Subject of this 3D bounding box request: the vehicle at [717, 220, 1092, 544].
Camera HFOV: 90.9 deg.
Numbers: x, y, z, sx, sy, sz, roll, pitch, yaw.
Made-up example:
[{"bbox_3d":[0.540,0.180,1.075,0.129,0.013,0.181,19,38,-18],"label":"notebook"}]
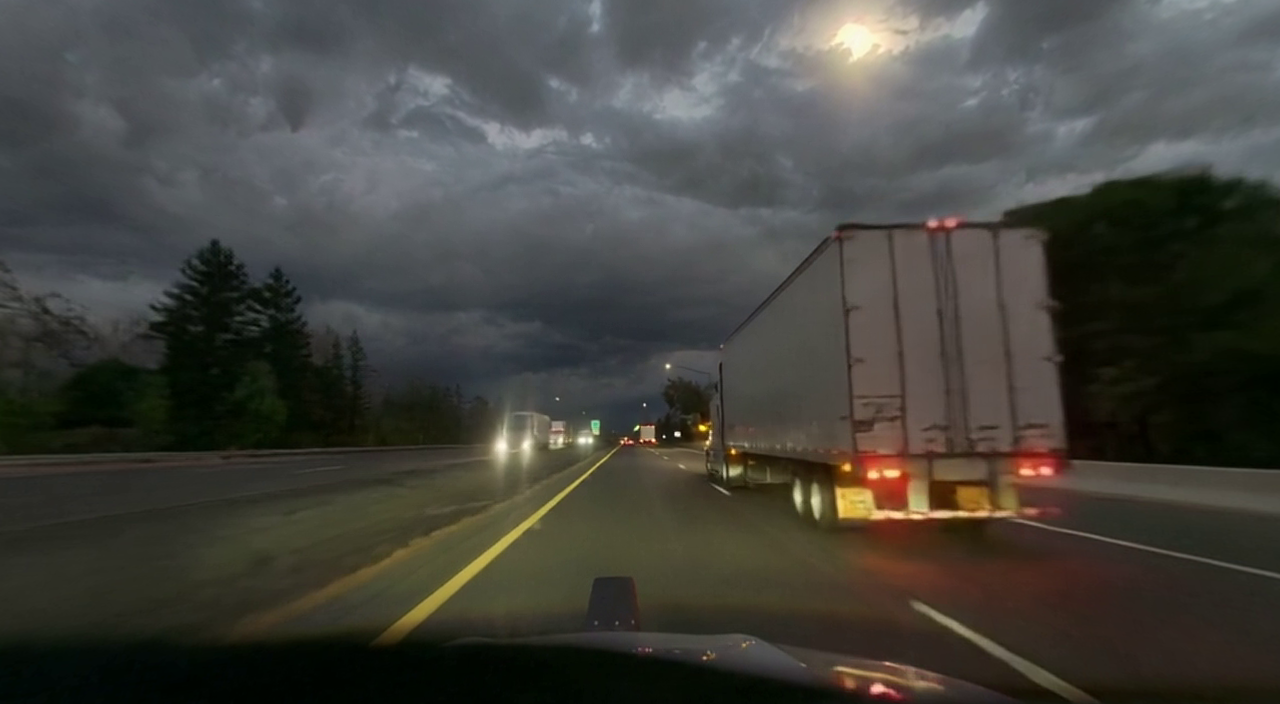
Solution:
[{"bbox_3d":[3.840,1.026,13.121,2.911,3.994,10.840,0,-8,-1],"label":"vehicle"}]
